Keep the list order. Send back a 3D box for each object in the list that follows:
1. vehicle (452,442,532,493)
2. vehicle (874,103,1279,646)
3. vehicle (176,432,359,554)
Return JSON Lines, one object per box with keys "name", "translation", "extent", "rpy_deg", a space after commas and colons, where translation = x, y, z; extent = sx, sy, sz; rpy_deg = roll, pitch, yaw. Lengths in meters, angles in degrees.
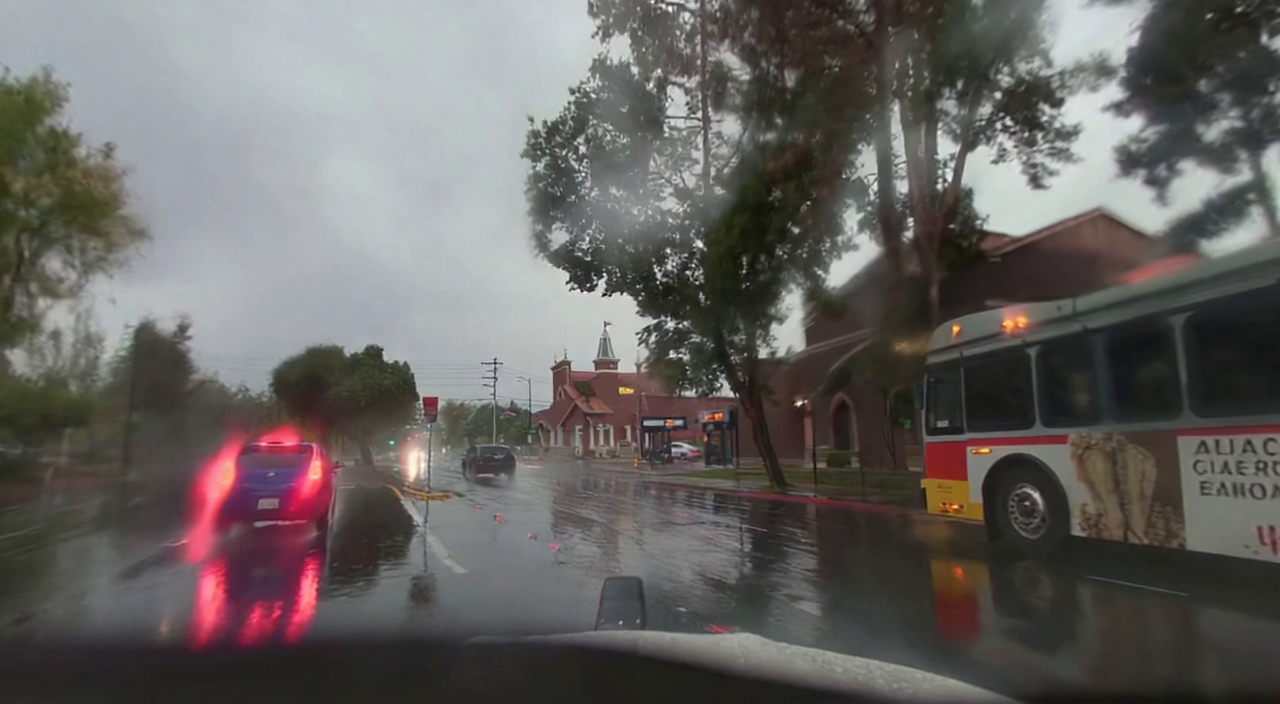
{"name": "vehicle", "translation": [-5.455, 4.110, 22.858], "extent": [2.032, 1.621, 4.082], "rpy_deg": [3, -9, -24]}
{"name": "vehicle", "translation": [5.567, 0.020, 3.242], "extent": [3.028, 3.353, 12.630], "rpy_deg": [0, -9, -5]}
{"name": "vehicle", "translation": [-6.068, 2.243, 10.870], "extent": [2.060, 1.624, 4.179], "rpy_deg": [3, -9, -22]}
